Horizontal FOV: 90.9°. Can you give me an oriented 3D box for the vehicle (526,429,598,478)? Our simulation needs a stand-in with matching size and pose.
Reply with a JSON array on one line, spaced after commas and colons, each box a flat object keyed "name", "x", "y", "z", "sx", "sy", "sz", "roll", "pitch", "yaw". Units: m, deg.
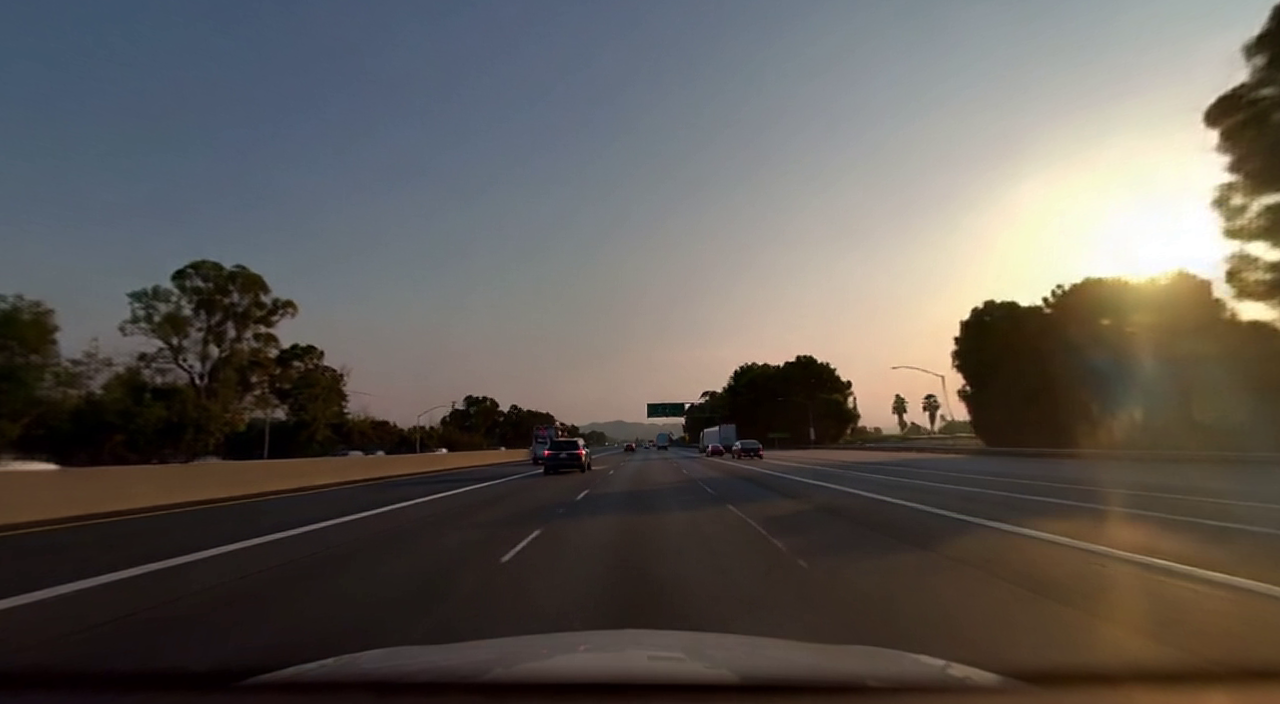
[{"name": "vehicle", "x": -3.362, "y": 4.531, "z": 28.406, "sx": 2.453, "sy": 1.952, "sz": 5.320, "roll": 0, "pitch": -8, "yaw": 1}]

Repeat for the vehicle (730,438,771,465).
[{"name": "vehicle", "x": 7.486, "y": 6.788, "z": 43.143, "sx": 2.063, "sy": 1.706, "sz": 4.259, "roll": 0, "pitch": -8, "yaw": 1}]
